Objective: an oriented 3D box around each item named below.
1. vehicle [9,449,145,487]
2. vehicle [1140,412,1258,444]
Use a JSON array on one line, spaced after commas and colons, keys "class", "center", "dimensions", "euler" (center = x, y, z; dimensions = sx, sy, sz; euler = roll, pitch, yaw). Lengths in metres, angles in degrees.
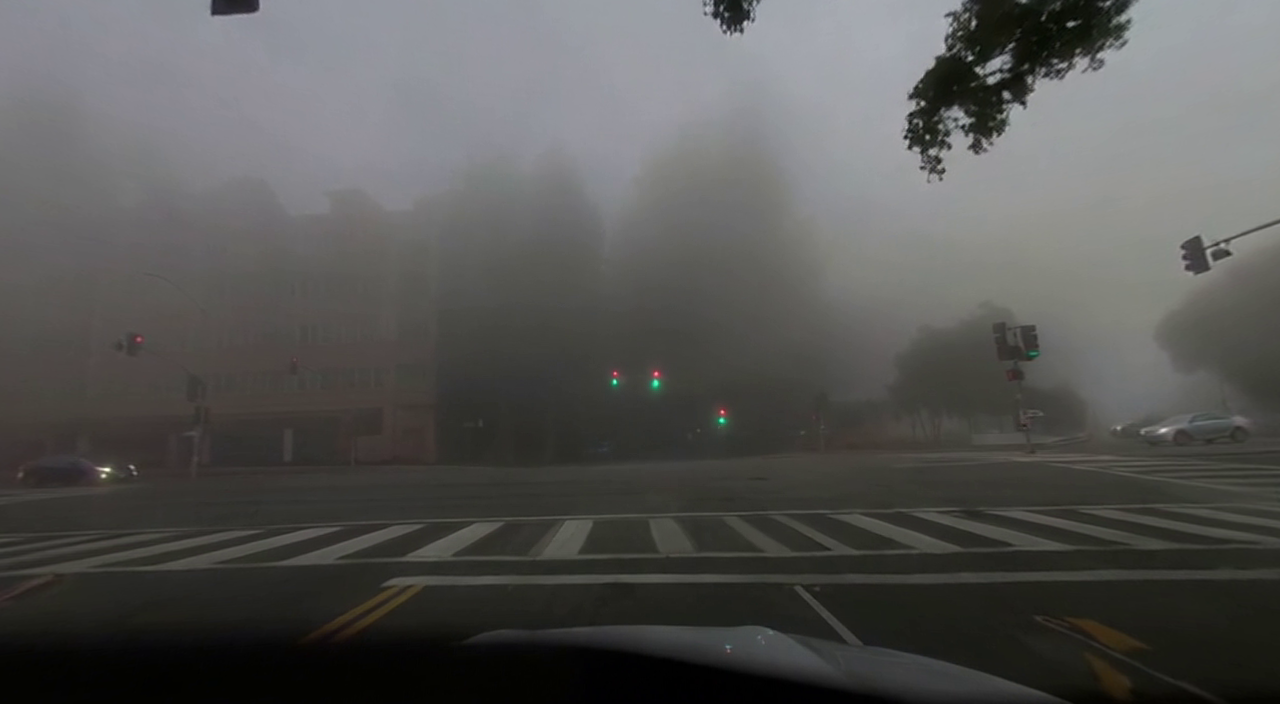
[{"class": "vehicle", "center": [-25.158, 5.163, 28.252], "dimensions": [4.332, 1.573, 1.900], "euler": [0, -8, 3]}, {"class": "vehicle", "center": [30.268, 4.158, 34.228], "dimensions": [4.483, 1.691, 1.949], "euler": [0, -8, 1]}]
